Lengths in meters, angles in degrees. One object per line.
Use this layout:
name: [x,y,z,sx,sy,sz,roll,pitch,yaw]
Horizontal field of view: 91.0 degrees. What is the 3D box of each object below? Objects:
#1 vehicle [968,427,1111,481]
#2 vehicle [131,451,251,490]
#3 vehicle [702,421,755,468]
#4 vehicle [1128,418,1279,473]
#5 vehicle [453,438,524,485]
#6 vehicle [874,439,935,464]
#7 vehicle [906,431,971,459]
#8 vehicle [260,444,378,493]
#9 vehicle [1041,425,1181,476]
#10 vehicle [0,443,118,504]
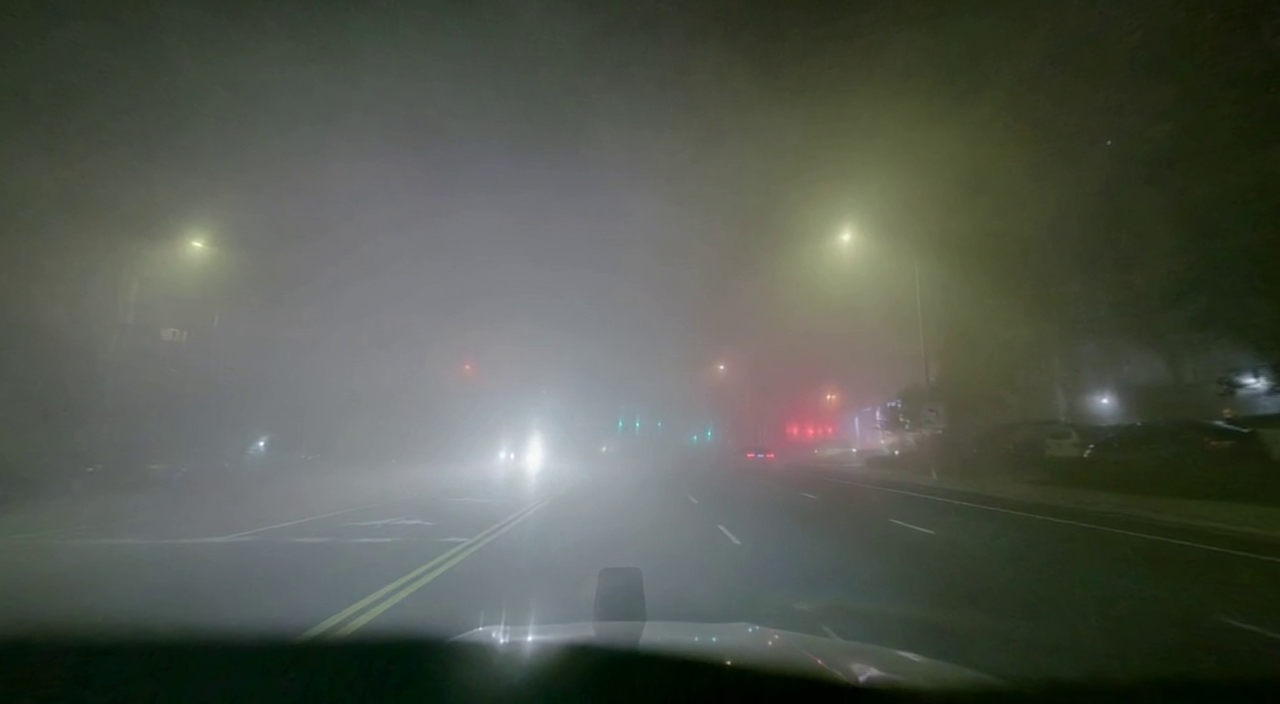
vehicle: [14.575,3.751,23.389,2.158,1.736,4.713,-2,-8,0]
vehicle: [-18.991,4.999,26.927,1.867,1.475,4.369,0,-9,1]
vehicle: [6.564,7.045,47.814,2.802,3.208,7.459,1,-9,-2]
vehicle: [20.175,3.299,22.397,2.020,1.727,4.526,-1,-8,1]
vehicle: [-5.827,4.259,24.779,2.002,1.635,4.271,1,-9,-4]
vehicle: [17.713,6.636,42.402,1.957,1.501,4.308,-2,-8,-3]
vehicle: [20.218,6.342,42.899,2.012,1.709,4.574,-1,-9,-2]
vehicle: [-11.298,4.097,22.537,1.961,1.559,4.269,0,-9,0]
vehicle: [17.122,3.623,23.214,1.931,1.699,4.307,0,-9,3]
vehicle: [-18.833,3.611,19.047,2.009,1.692,4.708,0,-9,0]
